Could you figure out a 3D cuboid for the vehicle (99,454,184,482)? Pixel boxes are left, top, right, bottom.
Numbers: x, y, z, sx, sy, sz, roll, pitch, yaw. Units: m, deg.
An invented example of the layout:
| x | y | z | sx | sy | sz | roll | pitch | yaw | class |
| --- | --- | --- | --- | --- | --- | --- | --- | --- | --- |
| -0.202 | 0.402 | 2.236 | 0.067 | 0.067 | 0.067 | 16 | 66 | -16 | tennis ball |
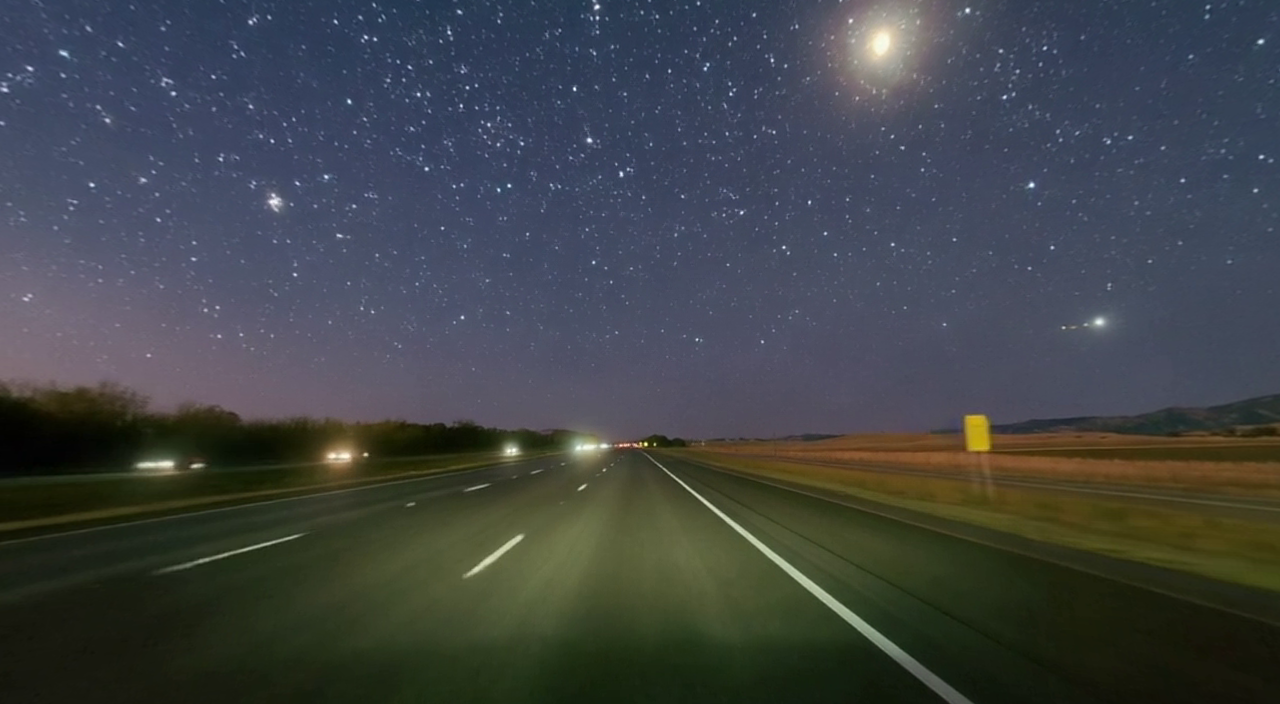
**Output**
| x | y | z | sx | sy | sz | roll | pitch | yaw | class |
| --- | --- | --- | --- | --- | --- | --- | --- | --- | --- |
| -32.512 | 7.560 | 41.404 | 1.890 | 1.503 | 4.651 | -3 | -8 | -1 | vehicle |
